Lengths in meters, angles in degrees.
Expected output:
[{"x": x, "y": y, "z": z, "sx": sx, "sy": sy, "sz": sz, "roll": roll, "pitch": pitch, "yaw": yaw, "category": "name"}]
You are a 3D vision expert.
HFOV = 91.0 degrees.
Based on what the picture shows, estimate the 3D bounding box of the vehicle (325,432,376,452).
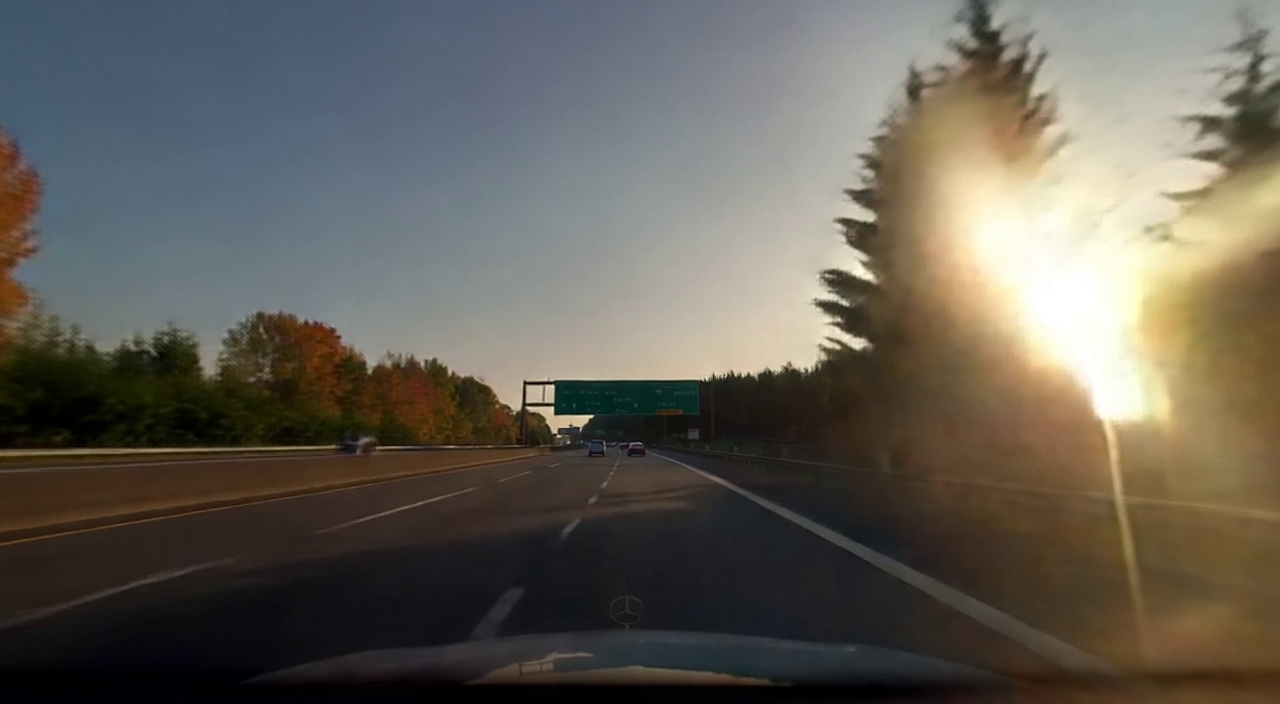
[{"x": -22.433, "y": 6.993, "z": 48.912, "sx": 1.930, "sy": 1.526, "sz": 4.257, "roll": 0, "pitch": -8, "yaw": 0, "category": "vehicle"}]
